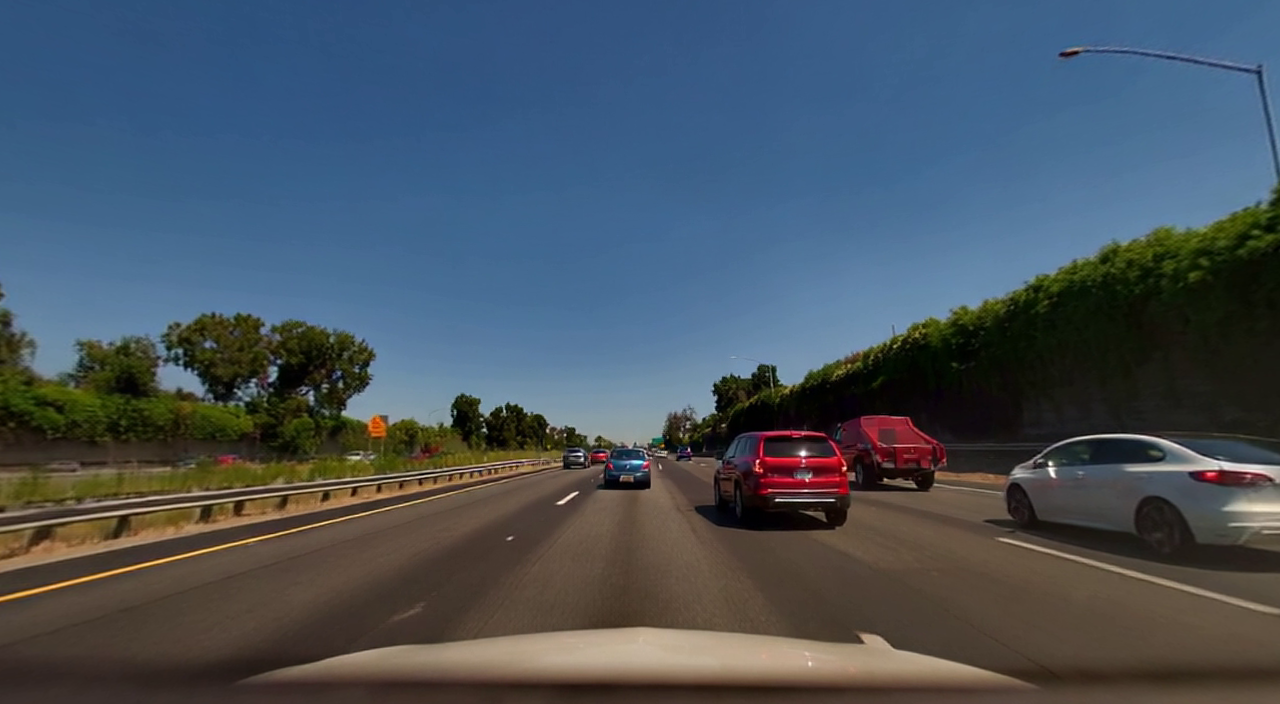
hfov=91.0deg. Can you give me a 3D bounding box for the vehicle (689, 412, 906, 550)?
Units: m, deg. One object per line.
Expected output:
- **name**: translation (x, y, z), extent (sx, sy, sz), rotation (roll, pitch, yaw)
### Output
- **vehicle**: translation (2.181, 1.954, 10.115), extent (2.230, 1.740, 3.976), rotation (1, -9, -3)

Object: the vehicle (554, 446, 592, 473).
- **vehicle**: translation (-4.166, 6.743, 39.773), extent (1.889, 1.600, 4.043), rotation (0, -9, 1)

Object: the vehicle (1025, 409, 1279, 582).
- **vehicle**: translation (7.134, 1.638, 7.716), extent (1.972, 1.647, 4.429), rotation (0, -9, 0)

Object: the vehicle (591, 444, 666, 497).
- **vehicle**: translation (-0.303, 3.733, 20.237), extent (2.157, 1.495, 4.038), rotation (0, -9, 1)
